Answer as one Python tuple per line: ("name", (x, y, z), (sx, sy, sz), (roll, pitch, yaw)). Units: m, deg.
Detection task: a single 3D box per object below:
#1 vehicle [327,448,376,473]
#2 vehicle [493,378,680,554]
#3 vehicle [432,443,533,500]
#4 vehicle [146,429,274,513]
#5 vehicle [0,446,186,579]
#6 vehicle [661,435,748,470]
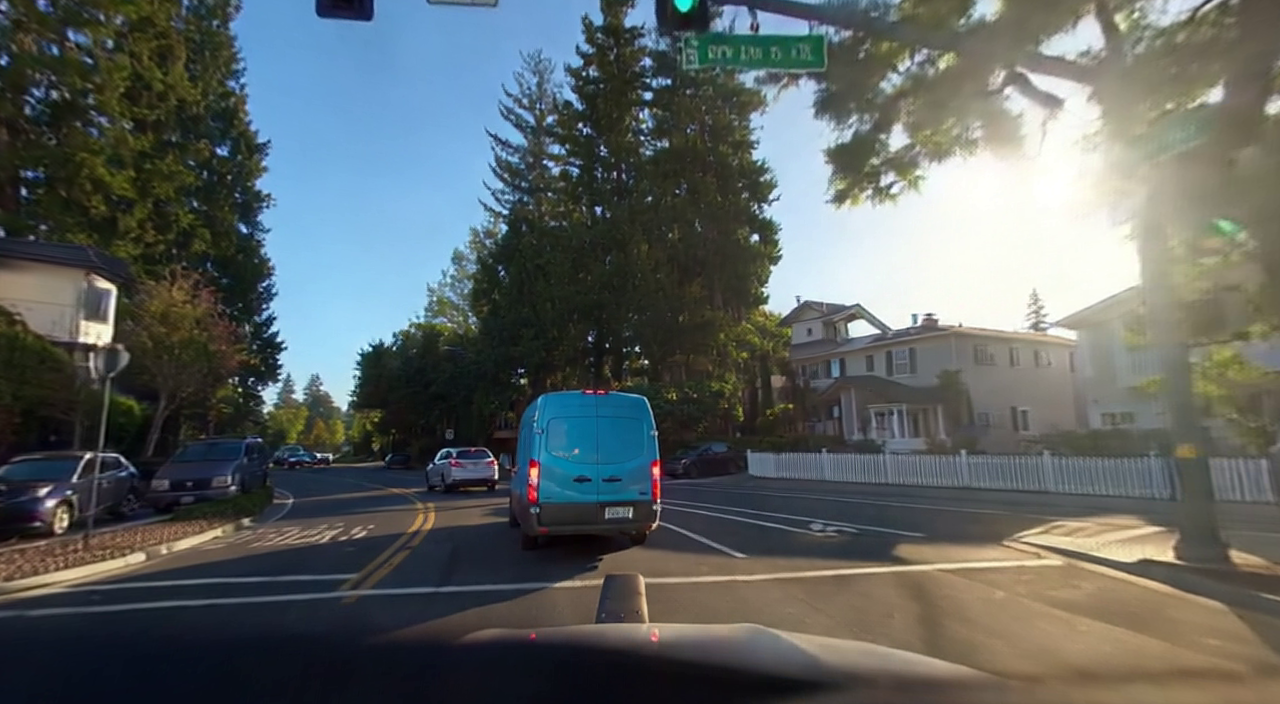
("vehicle", (-18.461, 6.890, 40.351), (1.911, 1.493, 4.291), (6, -11, -36))
("vehicle", (-1.163, 1.764, 10.333), (2.213, 2.124, 4.809), (2, -9, -15))
("vehicle", (-4.761, 3.429, 18.608), (2.008, 1.445, 4.386), (4, -9, -25))
("vehicle", (-11.516, 3.154, 17.366), (2.228, 1.871, 5.492), (4, -10, -28))
("vehicle", (-8.550, 2.066, 8.853), (1.952, 1.461, 4.377), (2, -9, -14))
("vehicle", (3.554, 5.458, 34.392), (4.559, 1.754, 1.985), (6, -11, -37))
